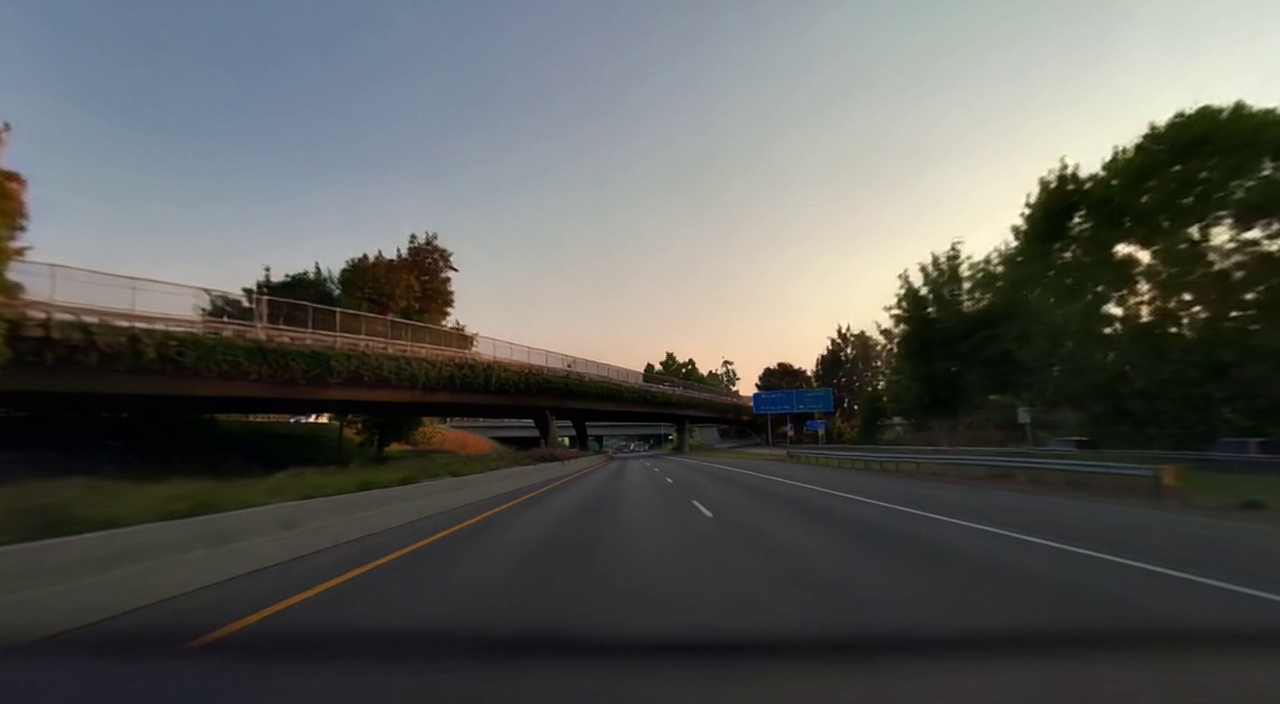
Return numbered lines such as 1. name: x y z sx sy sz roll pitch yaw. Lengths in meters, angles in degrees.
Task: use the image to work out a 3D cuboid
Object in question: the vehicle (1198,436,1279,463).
1. vehicle: 41.007 6.641 42.942 3.974 1.586 1.828 -3 -6 11
